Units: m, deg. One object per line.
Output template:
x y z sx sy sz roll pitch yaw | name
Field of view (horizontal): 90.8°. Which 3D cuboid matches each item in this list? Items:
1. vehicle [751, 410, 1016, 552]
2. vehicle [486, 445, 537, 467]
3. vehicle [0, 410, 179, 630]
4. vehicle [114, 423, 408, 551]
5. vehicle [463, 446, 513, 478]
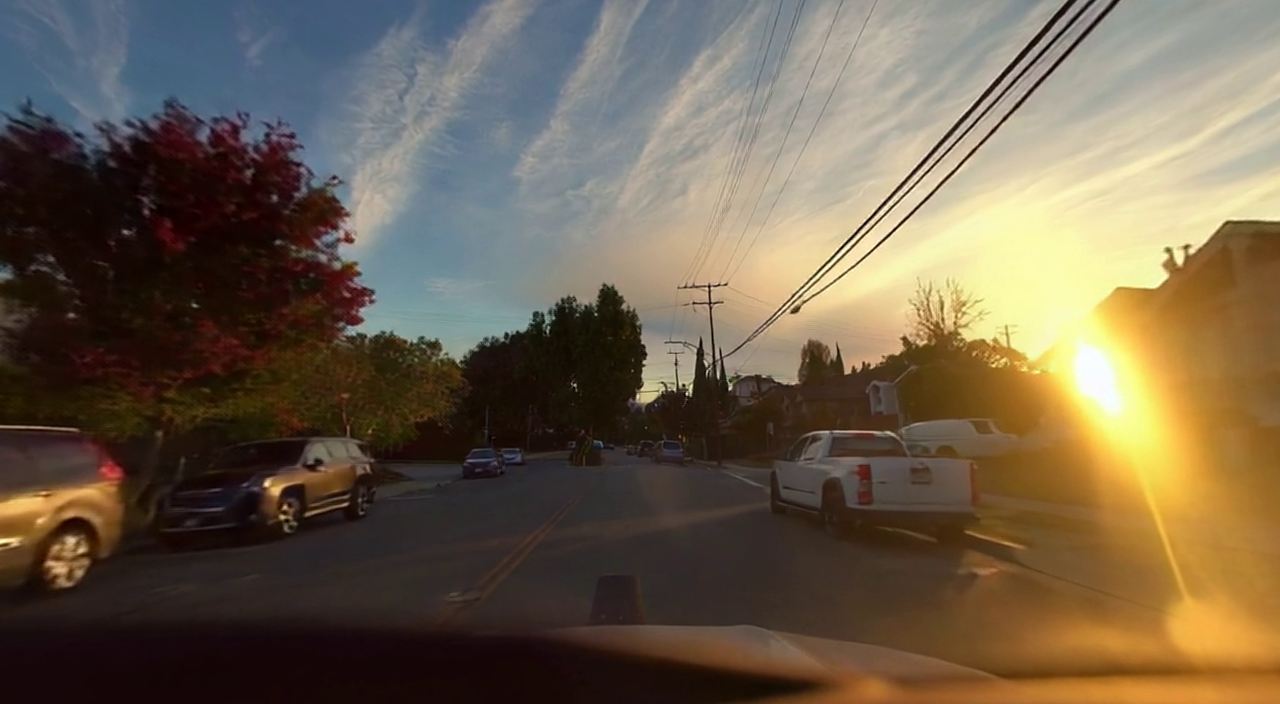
3.545 2.036 10.725 2.178 1.757 5.495 0 -9 -2 | vehicle
-9.478 7.610 46.284 2.033 1.477 4.626 6 -10 -33 | vehicle
-6.325 1.344 4.899 2.031 1.799 4.587 0 -9 -1 | vehicle
-6.407 2.337 11.714 2.158 1.817 5.230 0 -9 0 | vehicle
-7.441 5.418 31.308 1.997 1.456 4.319 1 -9 -8 | vehicle
